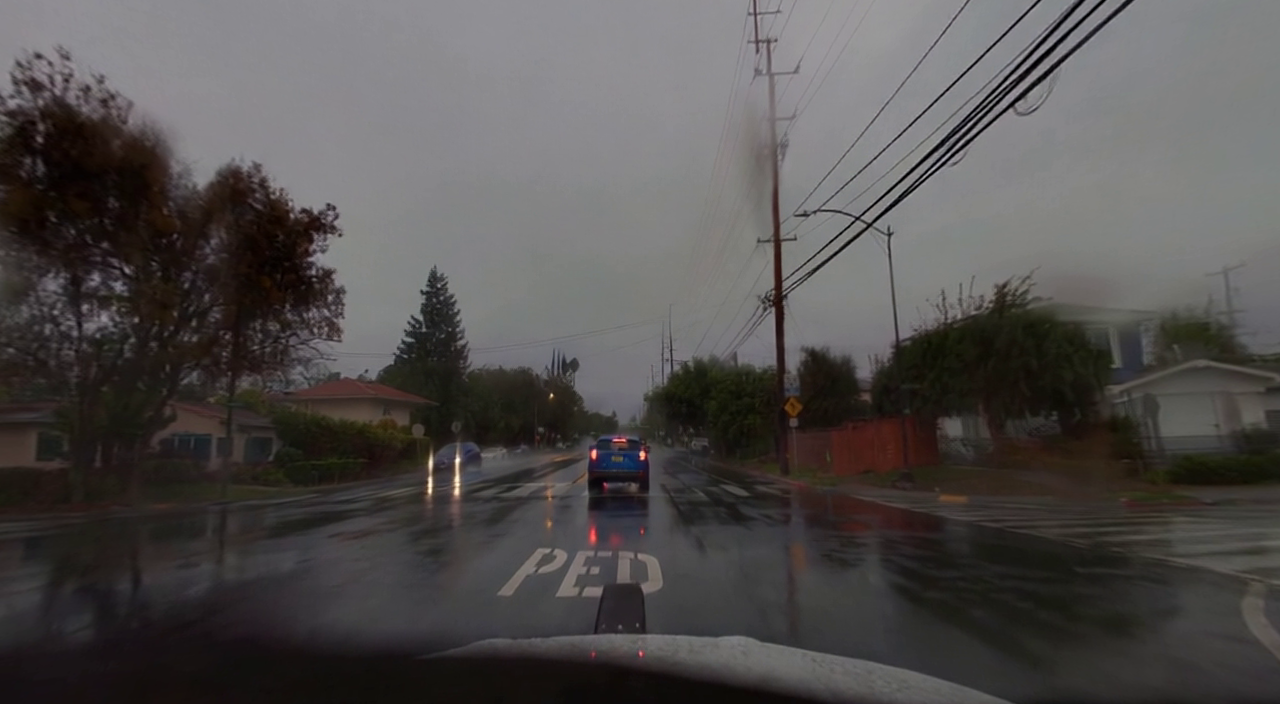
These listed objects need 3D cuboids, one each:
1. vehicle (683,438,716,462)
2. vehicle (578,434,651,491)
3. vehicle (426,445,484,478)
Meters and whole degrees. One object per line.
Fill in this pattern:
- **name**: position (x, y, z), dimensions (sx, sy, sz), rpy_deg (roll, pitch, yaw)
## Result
- **vehicle**: position (4.440, 7.413, 47.740), dimensions (2.101, 1.744, 4.466), rpy_deg (0, -9, 1)
- **vehicle**: position (-0.661, 3.148, 18.258), dimensions (1.877, 1.448, 3.830), rpy_deg (0, -9, 0)
- **vehicle**: position (-9.152, 5.434, 31.559), dimensions (1.934, 1.506, 4.032), rpy_deg (1, -9, -4)
